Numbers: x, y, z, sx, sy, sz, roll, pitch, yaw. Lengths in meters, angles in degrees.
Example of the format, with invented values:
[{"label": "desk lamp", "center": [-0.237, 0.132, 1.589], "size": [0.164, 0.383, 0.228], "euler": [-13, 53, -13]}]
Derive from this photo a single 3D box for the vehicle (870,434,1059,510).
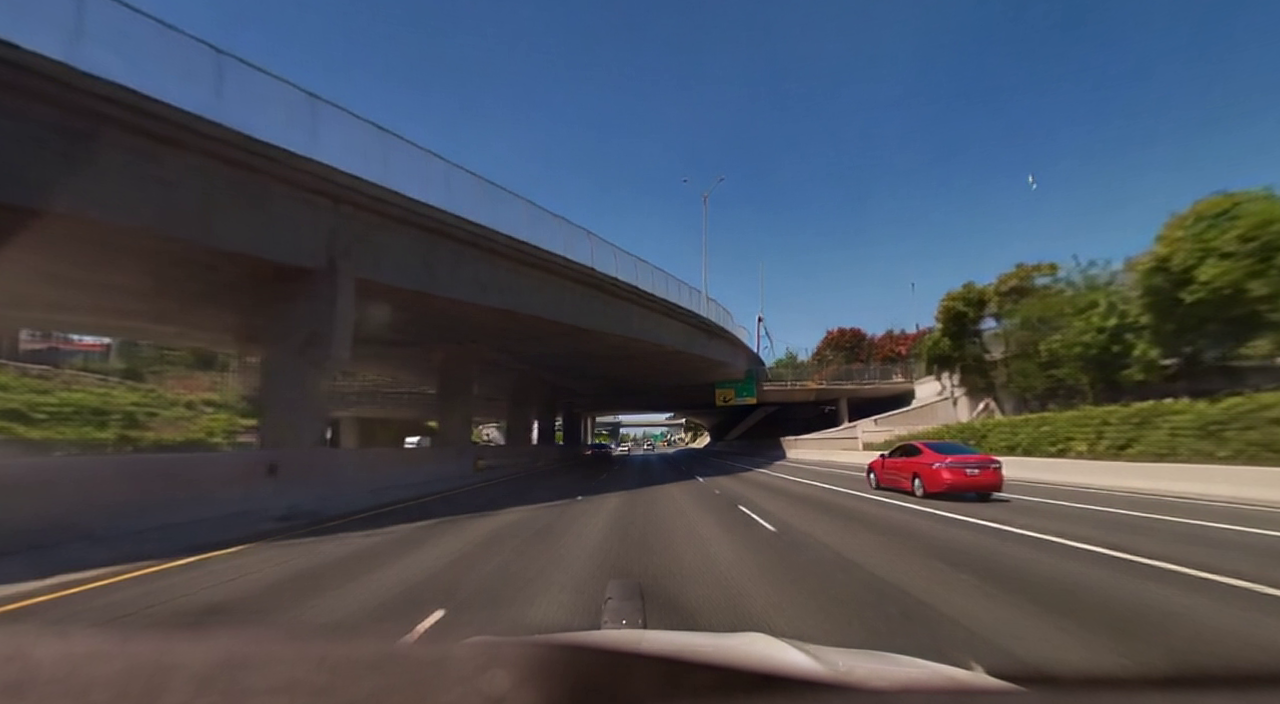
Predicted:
[{"label": "vehicle", "center": [7.180, 2.690, 14.640], "size": [1.914, 1.465, 4.574], "euler": [0, -8, 0]}]
